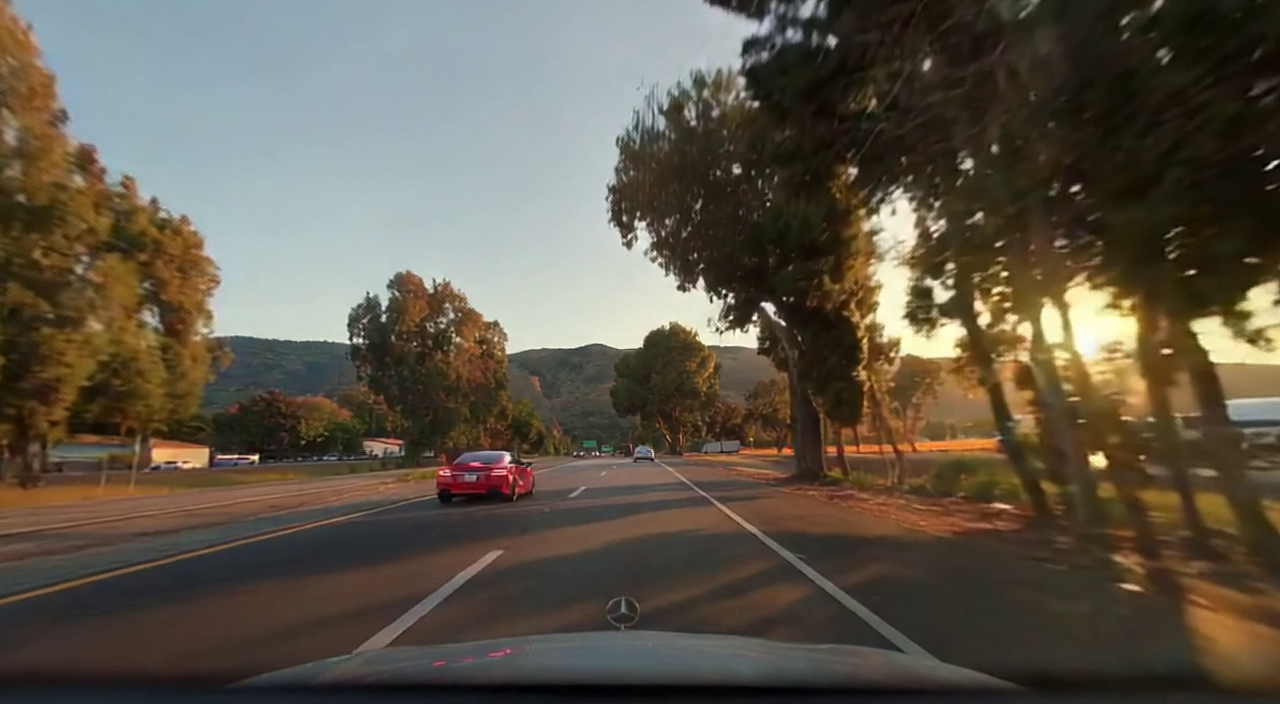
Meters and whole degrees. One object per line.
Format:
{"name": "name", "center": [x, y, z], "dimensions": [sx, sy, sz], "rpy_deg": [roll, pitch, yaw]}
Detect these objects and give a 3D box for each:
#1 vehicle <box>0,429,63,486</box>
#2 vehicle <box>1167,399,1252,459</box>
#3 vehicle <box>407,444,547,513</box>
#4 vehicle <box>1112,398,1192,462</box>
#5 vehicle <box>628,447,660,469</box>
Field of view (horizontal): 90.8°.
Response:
{"name": "vehicle", "center": [-48.530, 8.054, 47.825], "dimensions": [2.886, 4.111, 6.848], "rpy_deg": [-3, -8, 1]}
{"name": "vehicle", "center": [38.074, 5.247, 41.915], "dimensions": [12.517, 3.468, 2.964], "rpy_deg": [8, -12, -43]}
{"name": "vehicle", "center": [-3.840, 3.072, 15.875], "dimensions": [2.170, 1.451, 4.584], "rpy_deg": [0, -9, 2]}
{"name": "vehicle", "center": [38.408, 5.664, 47.031], "dimensions": [2.804, 4.067, 14.345], "rpy_deg": [-12, -12, 43]}
{"name": "vehicle", "center": [0.259, 7.191, 42.958], "dimensions": [2.079, 1.450, 3.942], "rpy_deg": [0, -9, 0]}
